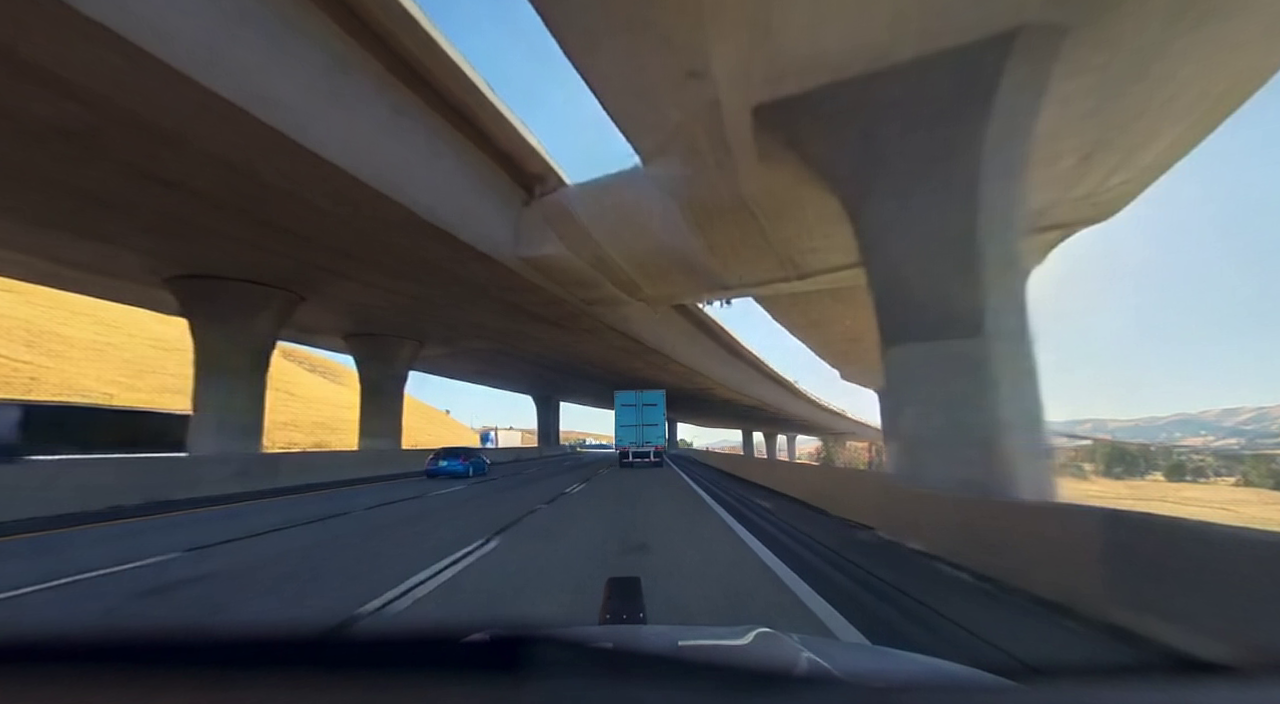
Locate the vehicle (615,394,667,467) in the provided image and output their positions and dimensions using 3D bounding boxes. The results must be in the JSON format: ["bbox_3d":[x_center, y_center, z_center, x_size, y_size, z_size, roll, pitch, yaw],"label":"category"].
[{"bbox_3d":[0.106,5.162,40.470,2.866,4.014,11.261,0,-8,1],"label":"vehicle"}]

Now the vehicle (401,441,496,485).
[{"bbox_3d":[-7.097,4.158,23.950,2.078,1.496,4.563,0,-8,1],"label":"vehicle"}]
